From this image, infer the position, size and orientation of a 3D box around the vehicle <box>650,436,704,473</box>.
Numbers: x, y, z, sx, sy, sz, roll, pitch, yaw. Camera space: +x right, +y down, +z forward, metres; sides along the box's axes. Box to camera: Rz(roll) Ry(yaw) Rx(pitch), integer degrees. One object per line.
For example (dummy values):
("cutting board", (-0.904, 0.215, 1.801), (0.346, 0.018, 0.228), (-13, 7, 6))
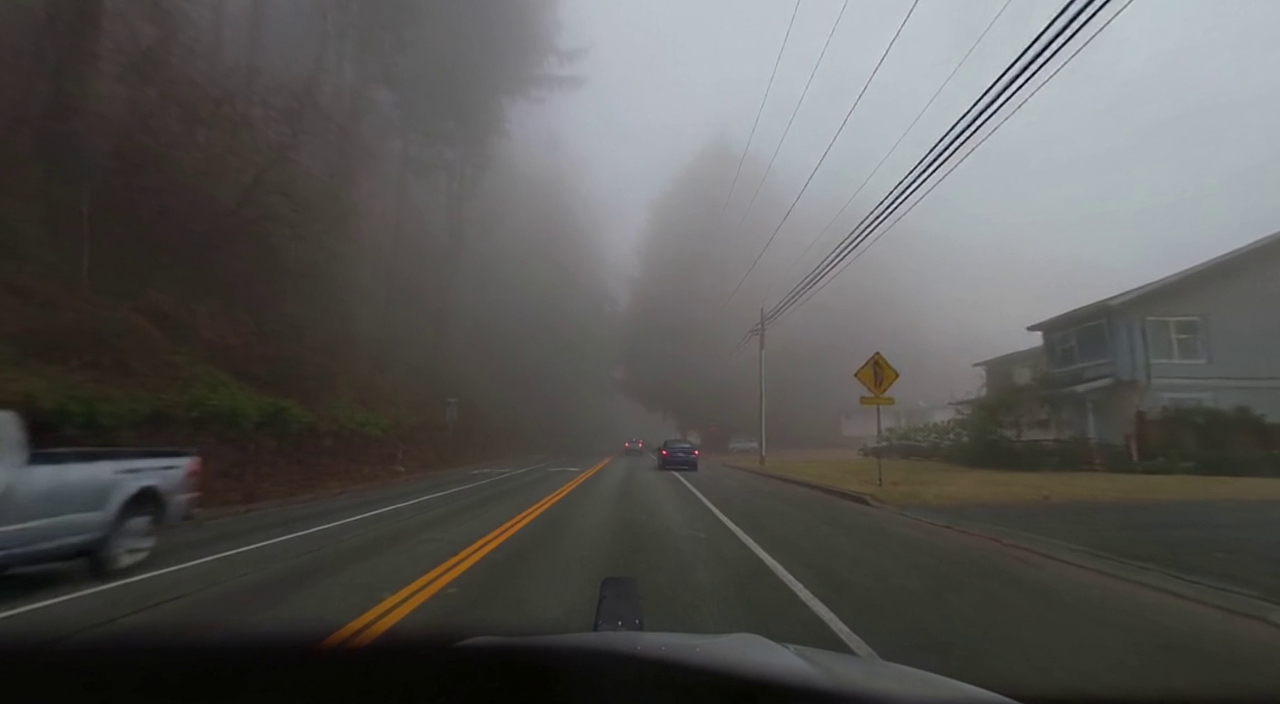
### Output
("vehicle", (1.521, 4.432, 27.415), (1.975, 1.497, 3.647), (0, -8, -2))

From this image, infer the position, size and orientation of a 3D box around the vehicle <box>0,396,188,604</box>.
("vehicle", (-6.948, 1.323, 5.606), (2.352, 1.857, 4.690), (0, -8, -1))
